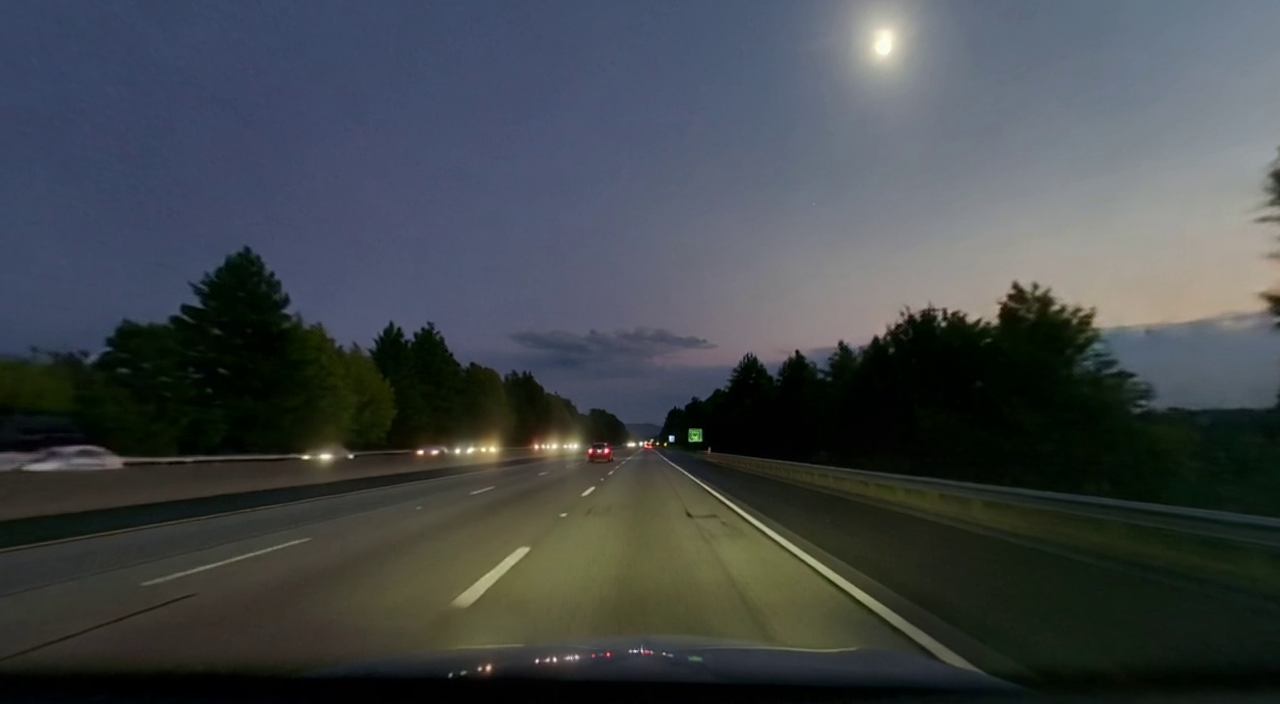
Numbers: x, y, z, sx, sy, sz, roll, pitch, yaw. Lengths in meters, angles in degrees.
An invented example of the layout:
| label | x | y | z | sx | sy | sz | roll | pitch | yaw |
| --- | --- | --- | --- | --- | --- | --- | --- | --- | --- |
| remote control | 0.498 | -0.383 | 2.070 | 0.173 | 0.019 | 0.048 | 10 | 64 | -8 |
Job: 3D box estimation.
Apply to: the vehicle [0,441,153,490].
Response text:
| label | x | y | z | sx | sy | sz | roll | pitch | yaw |
| --- | --- | --- | --- | --- | --- | --- | --- | --- | --- |
| vehicle | -21.016 | 4.096 | 23.283 | 1.975 | 1.598 | 5.004 | 0 | -8 | 1 |

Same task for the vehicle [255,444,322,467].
| label | x | y | z | sx | sy | sz | roll | pitch | yaw |
| --- | --- | --- | --- | --- | --- | --- | --- | --- | --- |
| vehicle | -25.725 | 7.583 | 46.361 | 1.986 | 1.555 | 4.851 | 0 | -8 | 2 |

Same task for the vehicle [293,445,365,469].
| label | x | y | z | sx | sy | sz | roll | pitch | yaw |
| --- | --- | --- | --- | --- | --- | --- | --- | --- | --- |
| vehicle | -20.820 | 7.047 | 42.485 | 2.288 | 1.498 | 4.813 | 0 | -8 | 1 |
